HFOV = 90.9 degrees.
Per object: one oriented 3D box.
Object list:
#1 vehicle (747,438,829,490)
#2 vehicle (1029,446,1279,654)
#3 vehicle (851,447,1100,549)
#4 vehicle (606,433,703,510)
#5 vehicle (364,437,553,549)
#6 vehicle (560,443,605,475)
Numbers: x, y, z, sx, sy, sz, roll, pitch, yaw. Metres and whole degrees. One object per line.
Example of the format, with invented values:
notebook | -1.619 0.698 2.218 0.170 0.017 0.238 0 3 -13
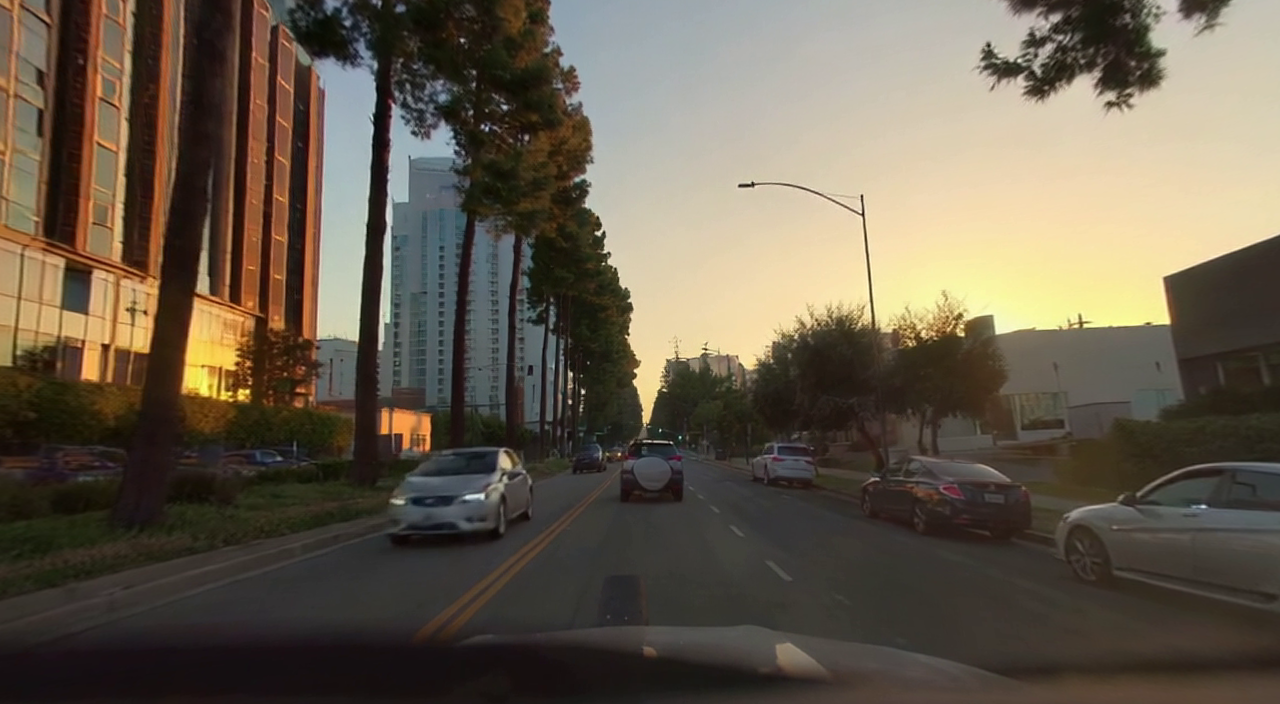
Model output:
vehicle | 5.668 4.336 24.812 2.059 1.813 4.637 0 -8 -1
vehicle | 5.521 1.509 5.078 1.809 1.478 4.623 0 -8 0
vehicle | 5.683 2.481 11.596 1.852 1.452 4.852 0 -8 -1
vehicle | 0.346 2.892 15.697 2.105 1.653 3.887 0 -8 1
vehicle | -2.795 2.259 10.810 1.979 1.534 4.076 0 -8 1
vehicle | -3.281 6.235 37.023 2.167 1.717 4.448 0 -9 1
